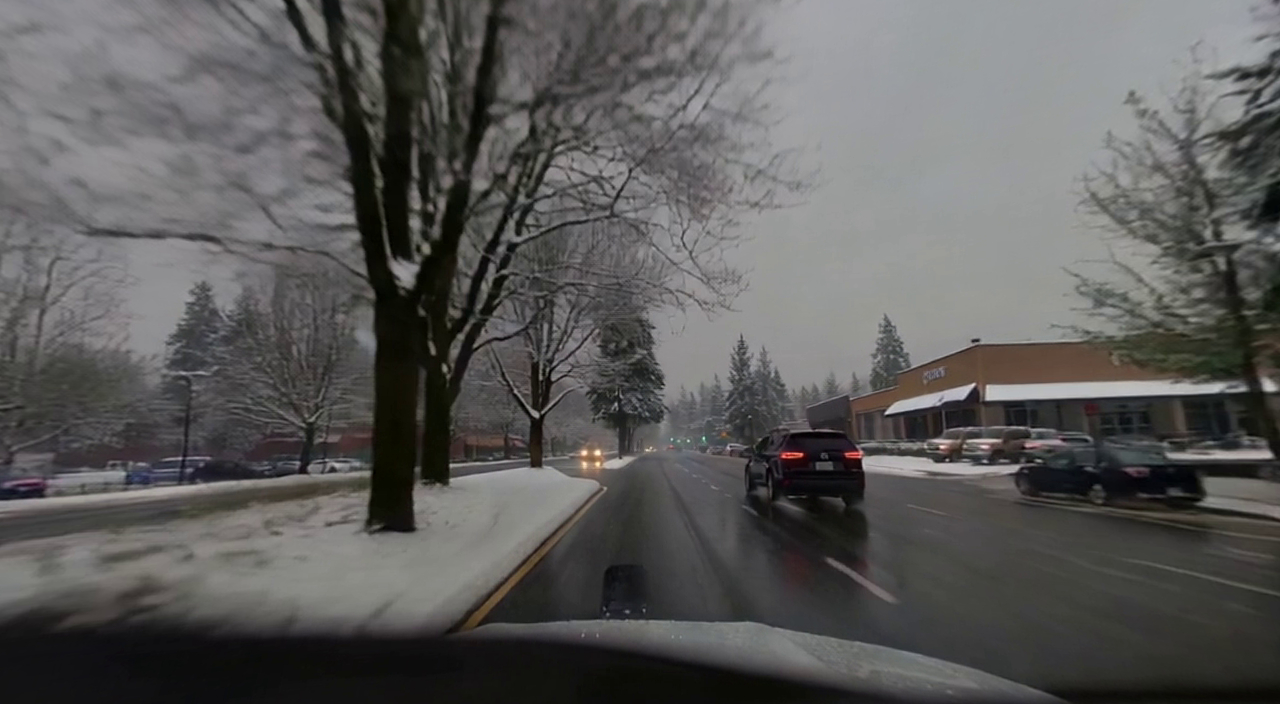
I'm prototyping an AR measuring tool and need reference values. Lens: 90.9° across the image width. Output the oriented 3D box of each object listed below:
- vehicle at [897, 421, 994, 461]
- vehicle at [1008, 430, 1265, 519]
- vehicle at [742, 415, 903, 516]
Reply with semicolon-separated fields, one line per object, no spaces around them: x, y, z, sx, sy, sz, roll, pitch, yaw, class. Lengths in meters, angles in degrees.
15.814;4.676;33.038;2.139;1.881;5.511;0;-8;-2;vehicle
10.781;2.670;14.278;2.154;1.678;4.428;0;-8;0;vehicle
3.751;2.436;13.977;2.183;1.845;4.482;0;-8;0;vehicle
